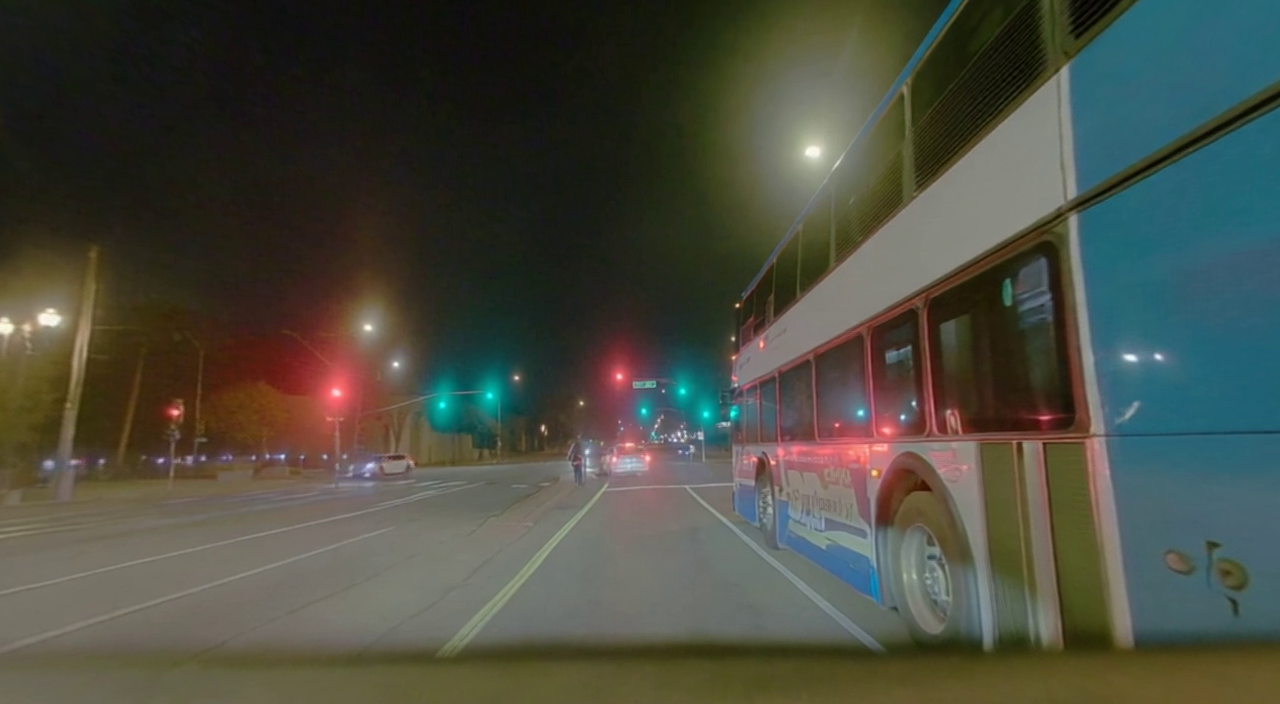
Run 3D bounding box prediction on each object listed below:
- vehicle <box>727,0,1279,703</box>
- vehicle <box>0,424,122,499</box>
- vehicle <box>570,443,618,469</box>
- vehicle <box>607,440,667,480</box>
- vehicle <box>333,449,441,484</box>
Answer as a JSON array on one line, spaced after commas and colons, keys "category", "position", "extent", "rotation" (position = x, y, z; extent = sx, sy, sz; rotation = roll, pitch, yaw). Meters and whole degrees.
[{"category": "vehicle", "position": [3.328, 0.233, 5.048], "extent": [3.250, 3.731, 13.693], "rotation": [0, -8, 0]}, {"category": "vehicle", "position": [-29.733, 5.005, 28.821], "extent": [9.150, 3.310, 2.988], "rotation": [6, -12, -38]}, {"category": "vehicle", "position": [-2.882, 6.303, 38.629], "extent": [2.036, 1.467, 3.979], "rotation": [2, -9, -17]}, {"category": "vehicle", "position": [-0.240, 4.539, 26.886], "extent": [2.123, 1.544, 4.158], "rotation": [1, -8, -6]}, {"category": "vehicle", "position": [-12.149, 5.458, 30.524], "extent": [1.816, 1.490, 4.417], "rotation": [-8, -11, 42]}]
